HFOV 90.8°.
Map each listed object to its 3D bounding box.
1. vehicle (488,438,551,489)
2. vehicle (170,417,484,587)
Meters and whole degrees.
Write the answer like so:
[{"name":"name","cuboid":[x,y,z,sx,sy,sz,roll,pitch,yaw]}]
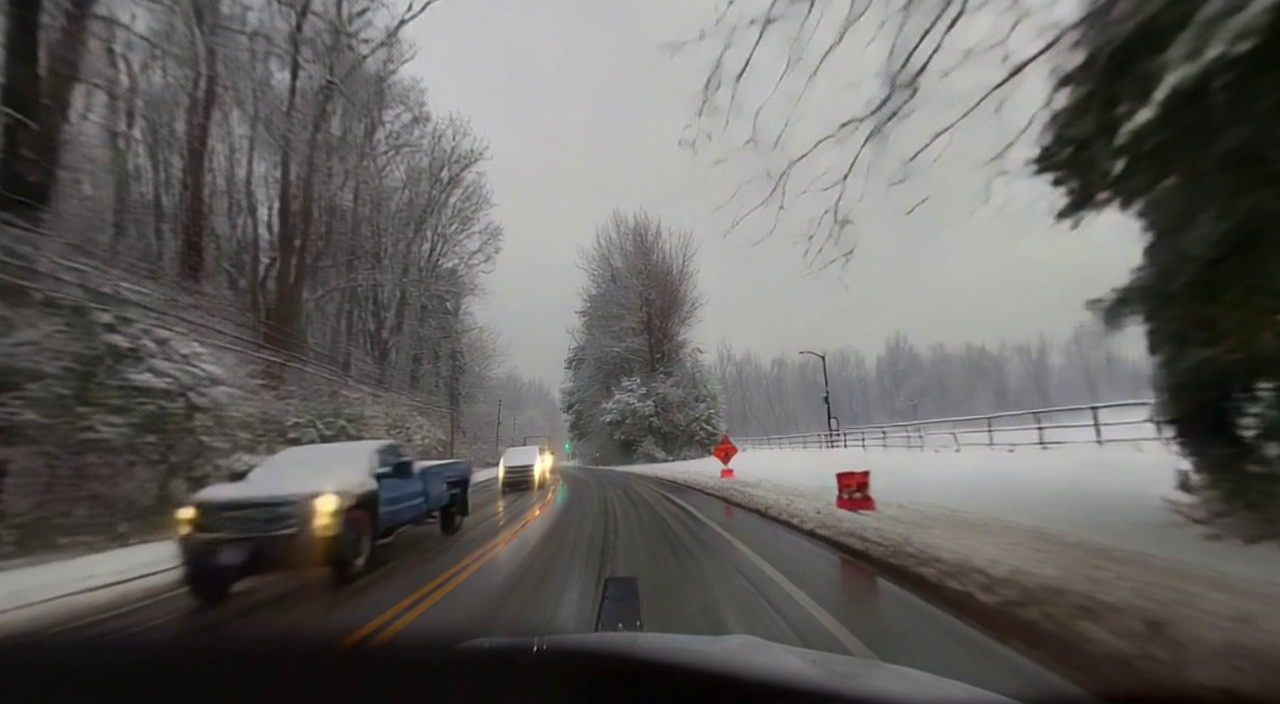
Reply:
[{"name":"vehicle","cuboid":[-4.631,4.328,24.923,2.057,1.792,4.457,0,-8,-6]},{"name":"vehicle","cuboid":[-3.835,1.901,9.007,2.177,1.721,4.794,0,-8,-2]}]
